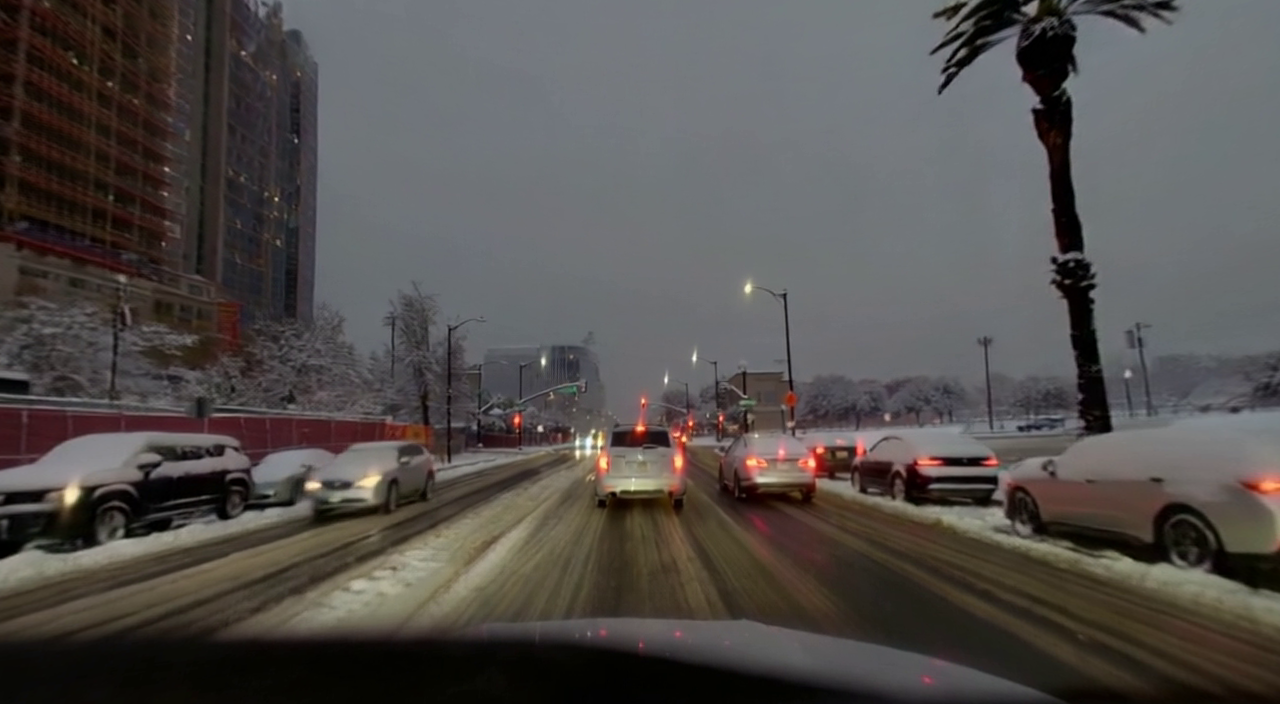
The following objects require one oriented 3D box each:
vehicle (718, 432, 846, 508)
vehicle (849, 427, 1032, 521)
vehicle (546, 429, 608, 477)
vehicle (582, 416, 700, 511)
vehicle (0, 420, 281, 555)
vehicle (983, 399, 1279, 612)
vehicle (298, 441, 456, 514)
[{"bbox_3d":[3.113,2.675,14.754,1.999,1.487,3.939,0,-9,-1],"label":"vehicle"},{"bbox_3d":[6.163,2.486,13.611,1.819,1.672,4.139,0,-7,-1],"label":"vehicle"},{"bbox_3d":[-2.626,4.348,27.474,2.180,1.879,4.452,-1,-9,1],"label":"vehicle"},{"bbox_3d":[0.000,2.468,14.352,2.264,1.798,4.258,0,-9,0],"label":"vehicle"},{"bbox_3d":[-10.015,2.655,12.541,2.294,1.948,6.025,-6,-10,0],"label":"vehicle"},{"bbox_3d":[6.339,1.620,7.501,1.886,1.792,4.525,0,-9,-1],"label":"vehicle"},{"bbox_3d":[-6.112,2.937,15.361,2.020,1.486,4.363,0,-9,-1],"label":"vehicle"}]
